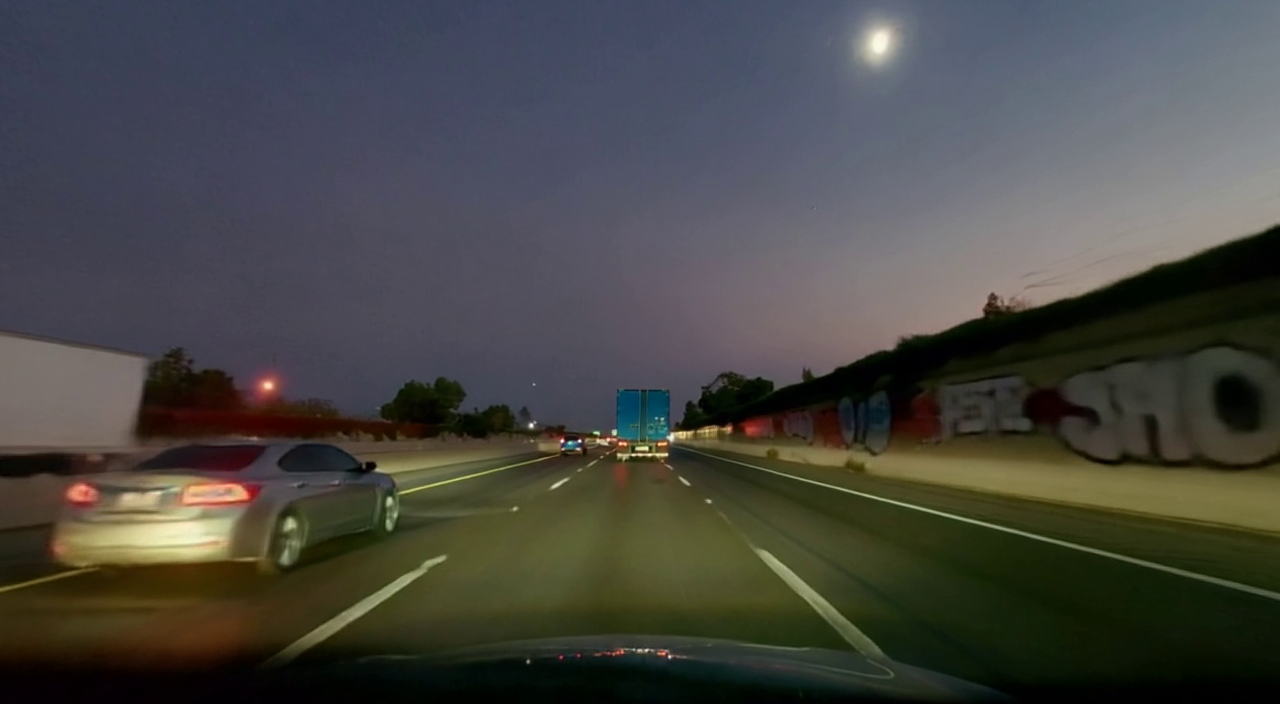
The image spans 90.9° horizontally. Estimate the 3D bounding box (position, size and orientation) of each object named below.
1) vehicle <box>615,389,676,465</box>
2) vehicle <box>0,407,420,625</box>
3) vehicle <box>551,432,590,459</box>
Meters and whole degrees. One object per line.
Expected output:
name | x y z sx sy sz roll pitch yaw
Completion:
vehicle | 0.133 4.263 35.314 2.927 3.649 9.443 0 -8 -2
vehicle | -4.129 1.465 6.764 1.948 1.526 4.525 0 -8 -1
vehicle | -4.373 5.954 40.258 2.058 1.645 4.130 0 -8 0
